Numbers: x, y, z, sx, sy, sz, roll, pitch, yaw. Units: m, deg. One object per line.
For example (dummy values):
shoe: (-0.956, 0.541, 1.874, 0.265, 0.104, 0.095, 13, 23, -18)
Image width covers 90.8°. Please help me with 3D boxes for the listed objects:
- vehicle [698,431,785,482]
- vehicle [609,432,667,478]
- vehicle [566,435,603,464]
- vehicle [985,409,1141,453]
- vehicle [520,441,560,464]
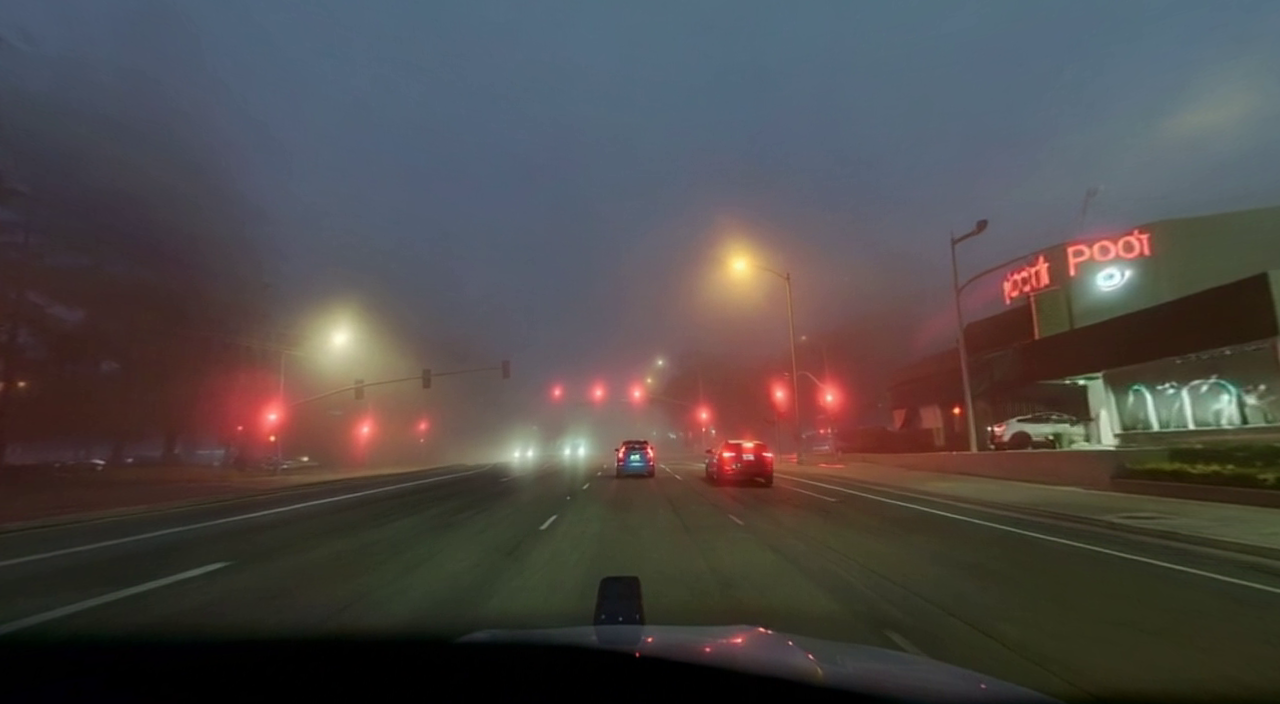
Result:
vehicle: (3.524, 3.748, 22.927, 2.198, 1.660, 4.512, 0, -9, -3)
vehicle: (-0.153, 4.137, 25.599, 2.146, 1.685, 4.003, 0, -9, -2)
vehicle: (-3.623, 6.467, 42.007, 2.106, 1.778, 4.444, 0, -9, 0)
vehicle: (15.627, 2.978, 23.572, 4.344, 1.512, 1.936, -1, -9, 5)
vehicle: (-6.686, 6.771, 42.673, 1.954, 1.473, 4.350, 0, -9, 1)
